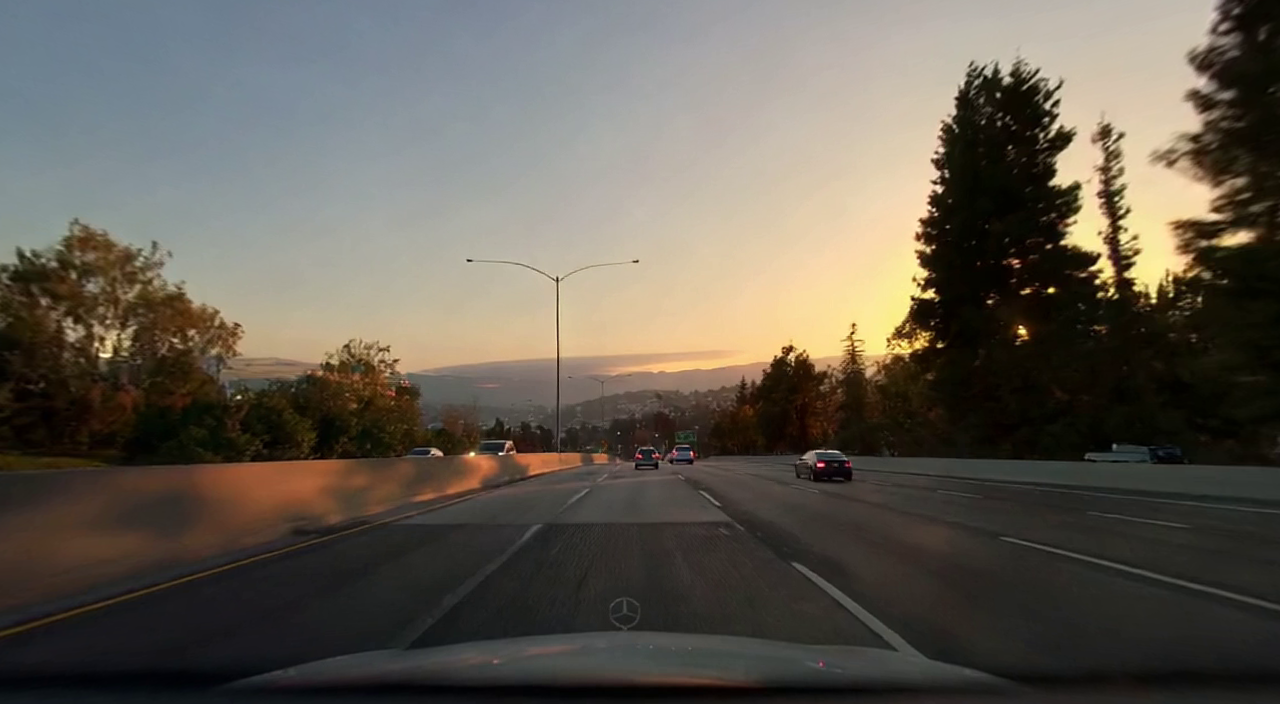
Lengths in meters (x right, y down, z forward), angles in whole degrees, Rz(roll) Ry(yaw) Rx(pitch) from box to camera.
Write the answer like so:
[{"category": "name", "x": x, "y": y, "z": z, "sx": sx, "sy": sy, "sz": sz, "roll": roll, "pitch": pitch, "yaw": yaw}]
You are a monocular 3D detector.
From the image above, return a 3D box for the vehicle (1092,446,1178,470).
[{"category": "vehicle", "x": 32.270, "y": 6.907, "z": 41.345, "sx": 1.886, "sy": 1.450, "sz": 4.349, "roll": 1, "pitch": -9, "yaw": -4}]

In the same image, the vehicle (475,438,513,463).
[{"category": "vehicle", "x": -9.882, "y": 6.673, "z": 43.110, "sx": 1.853, "sy": 1.600, "sz": 4.030, "roll": 1, "pitch": -8, "yaw": -3}]

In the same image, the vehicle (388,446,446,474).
[{"category": "vehicle", "x": -14.409, "y": 6.971, "z": 41.089, "sx": 1.945, "sy": 1.685, "sz": 4.730, "roll": 0, "pitch": -8, "yaw": 1}]

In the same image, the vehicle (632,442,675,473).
[{"category": "vehicle", "x": 0.719, "y": 6.144, "z": 36.924, "sx": 2.124, "sy": 1.673, "sz": 4.545, "roll": 1, "pitch": -9, "yaw": -4}]
